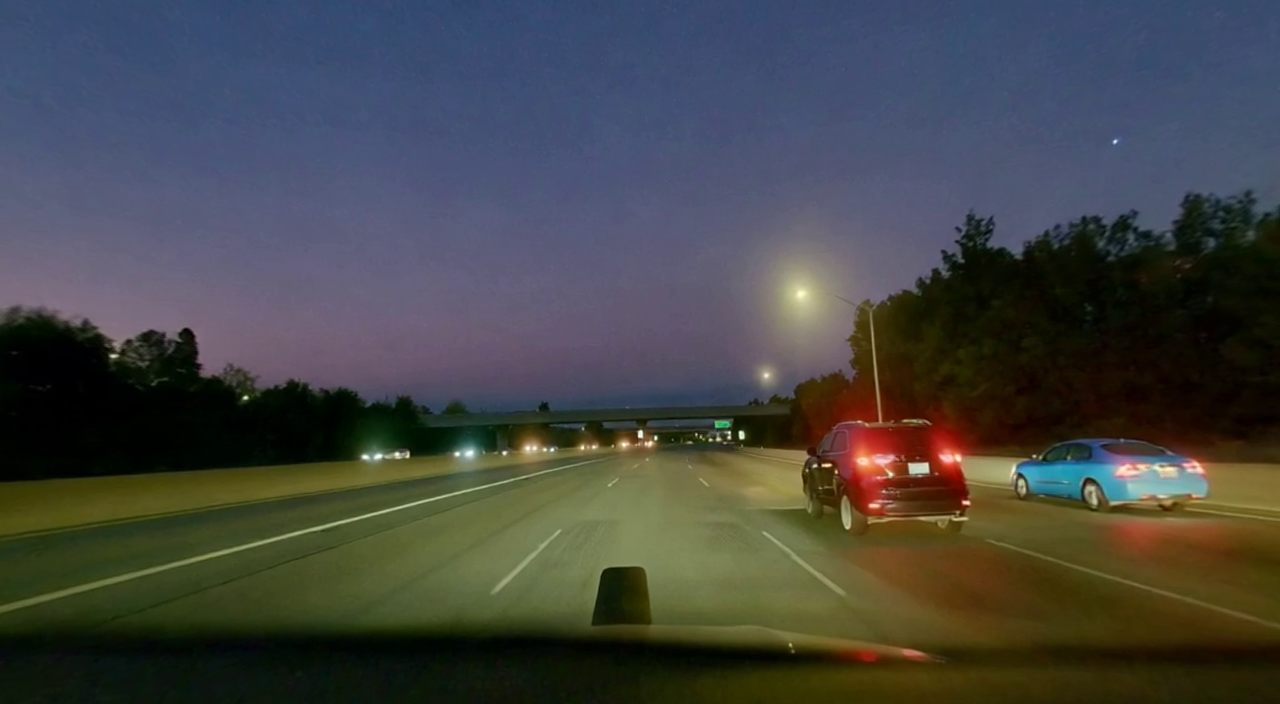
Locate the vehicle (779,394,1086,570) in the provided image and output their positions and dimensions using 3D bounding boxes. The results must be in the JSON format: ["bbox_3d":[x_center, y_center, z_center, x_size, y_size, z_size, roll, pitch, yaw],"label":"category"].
[{"bbox_3d":[3.411,1.626,8.604,2.019,1.732,4.579,0,-8,1],"label":"vehicle"}]

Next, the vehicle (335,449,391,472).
[{"bbox_3d":[-19.983,7.831,45.710,1.800,1.469,4.518,-1,-8,3],"label":"vehicle"}]

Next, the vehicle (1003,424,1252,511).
[{"bbox_3d":[10.519,2.515,14.174,2.024,1.628,4.417,0,-8,0],"label":"vehicle"}]
